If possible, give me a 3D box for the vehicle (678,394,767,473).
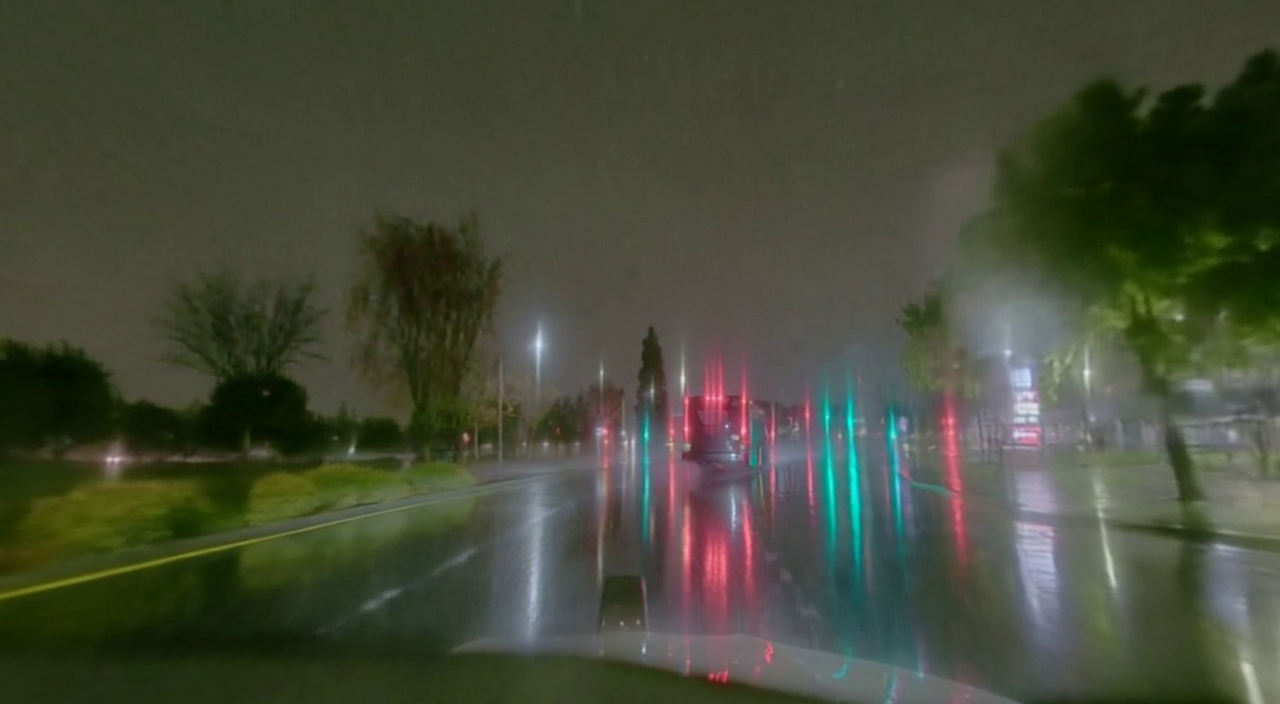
[{"bbox_3d":[4.693,4.434,33.387,3.031,3.429,11.005,-3,-9,16],"label":"vehicle"}]
